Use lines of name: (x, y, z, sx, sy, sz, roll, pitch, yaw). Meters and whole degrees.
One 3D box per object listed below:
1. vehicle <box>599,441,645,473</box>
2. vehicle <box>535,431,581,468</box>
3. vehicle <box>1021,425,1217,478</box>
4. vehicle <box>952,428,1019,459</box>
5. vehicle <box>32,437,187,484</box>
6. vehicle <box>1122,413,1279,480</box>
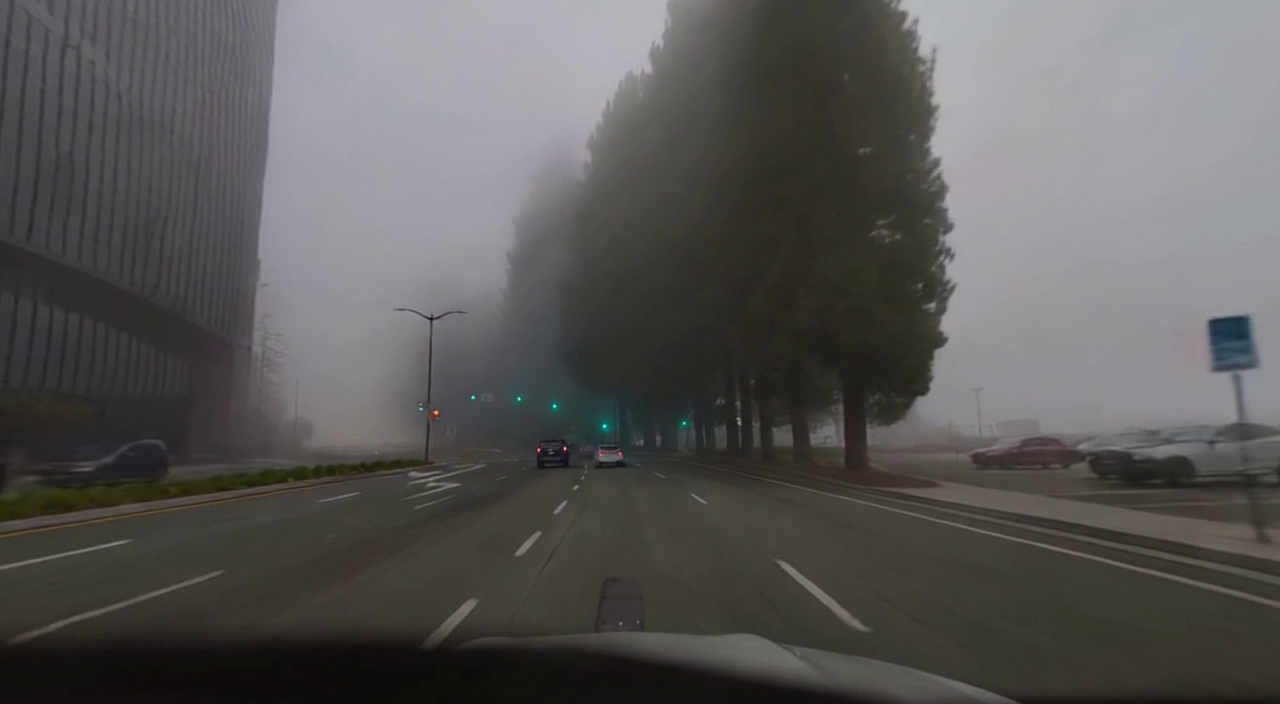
vehicle: (-0.904, 4.942, 30.022, 2.050, 1.385, 4.096, 0, -8, -3)
vehicle: (-4.272, 5.142, 33.541, 2.001, 1.784, 4.483, 0, -8, -2)
vehicle: (14.133, 2.953, 18.789, 4.646, 1.438, 1.566, 1, -8, -4)
vehicle: (20.424, 5.399, 37.592, 1.841, 1.555, 4.431, -4, -6, 6)
vehicle: (-22.179, 4.536, 26.826, 1.882, 1.745, 5.627, 0, -8, -3)
vehicle: (13.890, 2.137, 14.352, 4.373, 1.437, 1.630, -1, -8, 3)
